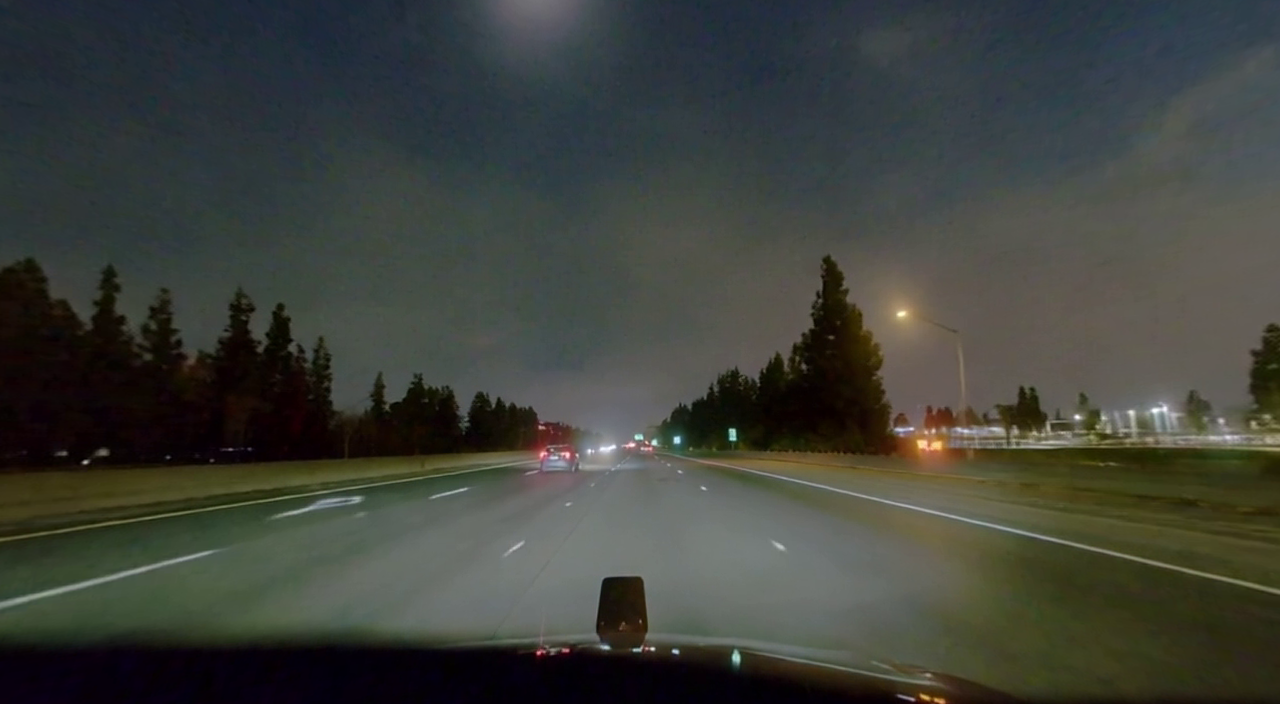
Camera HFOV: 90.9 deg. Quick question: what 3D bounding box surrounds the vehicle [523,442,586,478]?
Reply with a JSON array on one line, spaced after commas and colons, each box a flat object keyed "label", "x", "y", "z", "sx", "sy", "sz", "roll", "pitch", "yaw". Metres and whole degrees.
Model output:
[{"label": "vehicle", "x": -3.682, "y": 4.705, "z": 27.779, "sx": 2.128, "sy": 1.450, "sz": 4.078, "roll": 0, "pitch": -8, "yaw": 1}]
